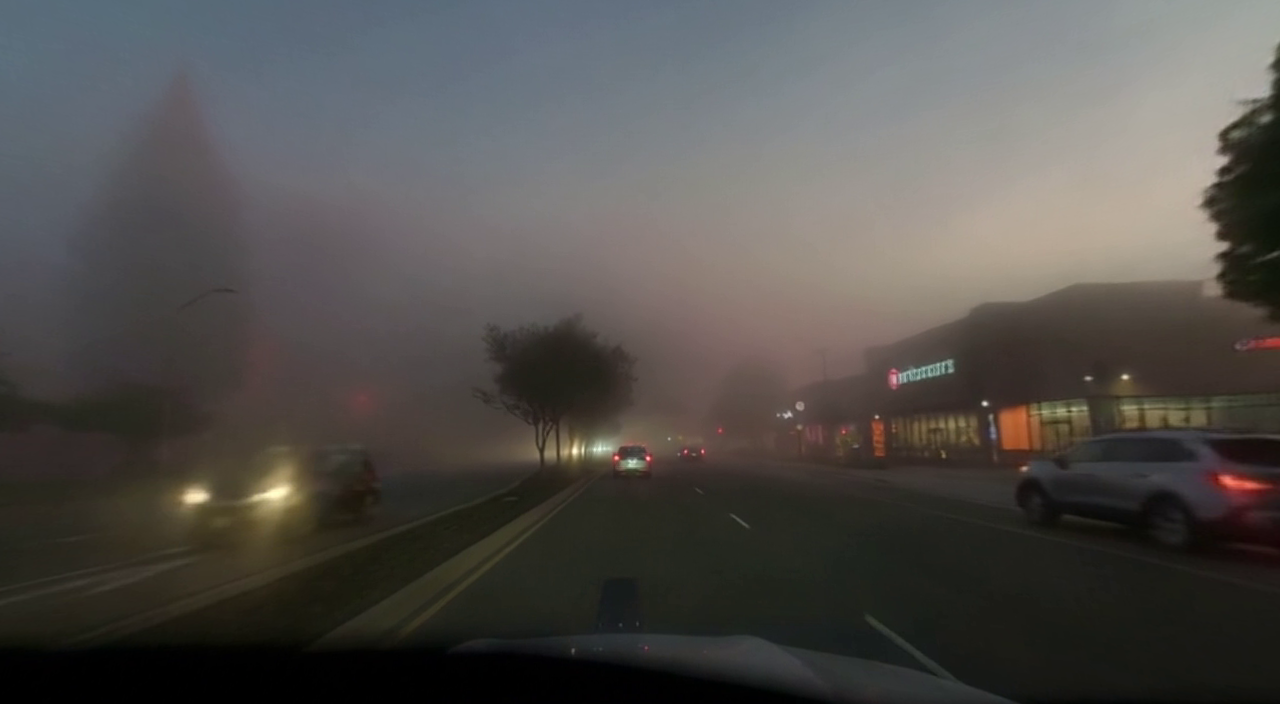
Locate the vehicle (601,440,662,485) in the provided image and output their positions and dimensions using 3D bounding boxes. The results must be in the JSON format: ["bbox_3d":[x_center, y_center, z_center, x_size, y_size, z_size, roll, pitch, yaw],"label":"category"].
[{"bbox_3d":[-0.311,3.919,22.658,2.006,1.487,3.535,0,-9,-1],"label":"vehicle"}]

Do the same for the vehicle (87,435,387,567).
[{"bbox_3d":[-5.616,2.074,9.594,1.999,1.531,4.011,0,-9,-2],"label":"vehicle"}]

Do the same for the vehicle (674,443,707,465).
[{"bbox_3d":[3.535,7.255,45.109,1.910,1.474,4.003,0,-9,-1],"label":"vehicle"}]

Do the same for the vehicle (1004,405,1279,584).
[{"bbox_3d":[7.627,1.790,8.744,2.165,1.787,5.231,-1,-9,2],"label":"vehicle"}]
